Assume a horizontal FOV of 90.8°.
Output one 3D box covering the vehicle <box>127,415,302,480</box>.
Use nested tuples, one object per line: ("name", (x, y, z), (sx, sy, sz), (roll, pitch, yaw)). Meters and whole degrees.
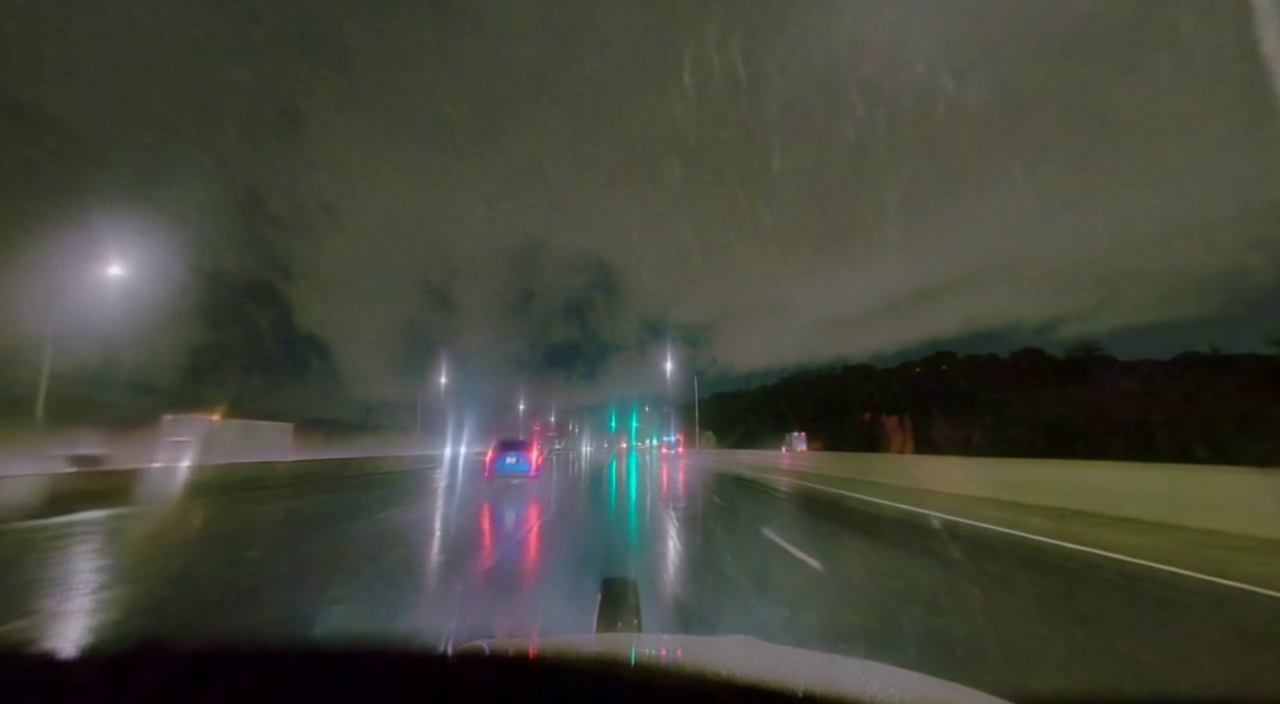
("vehicle", (-23.303, 5.360, 35.616), (3.133, 3.158, 9.667), (0, -9, 0))

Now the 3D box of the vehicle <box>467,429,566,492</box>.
("vehicle", (-3.875, 3.519, 20.854), (2.205, 1.773, 5.124), (0, -9, 0))
